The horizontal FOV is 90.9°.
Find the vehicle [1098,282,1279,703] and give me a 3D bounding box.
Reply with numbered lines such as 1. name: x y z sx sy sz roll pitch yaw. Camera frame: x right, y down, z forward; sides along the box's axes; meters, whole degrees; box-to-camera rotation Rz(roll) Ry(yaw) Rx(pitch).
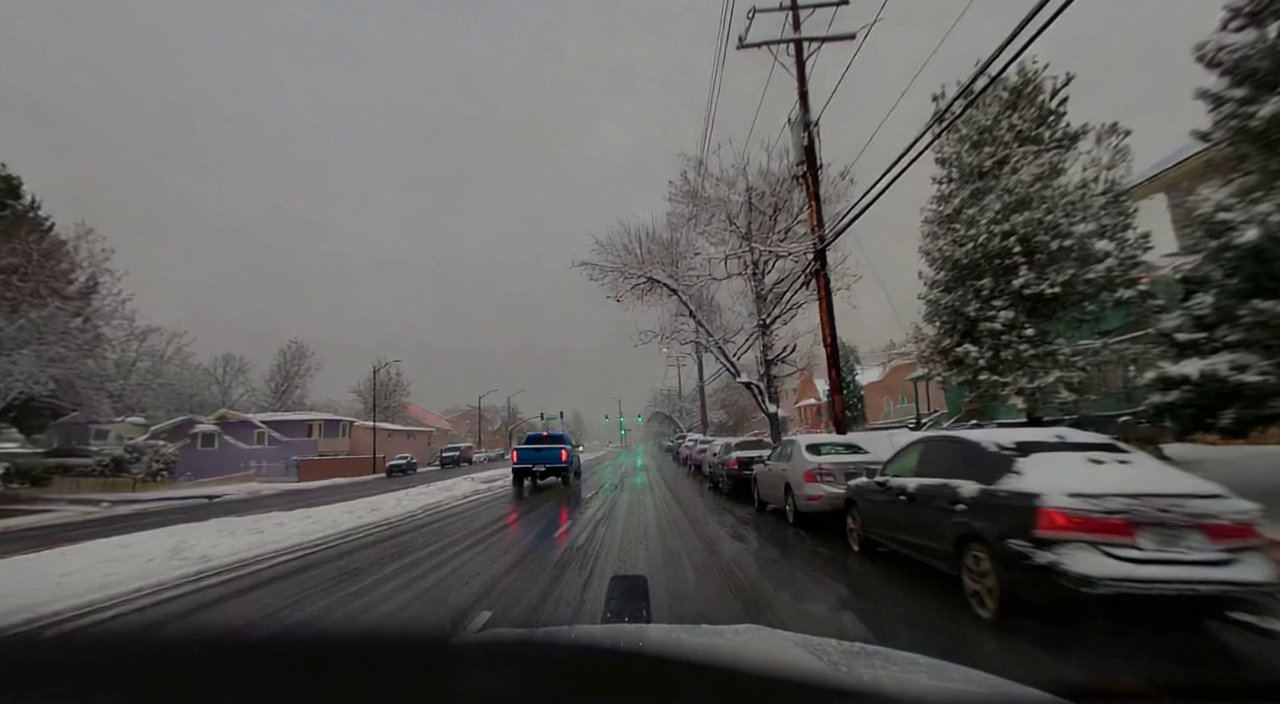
1. vehicle: 2.851 0.431 0.232 2.029 1.727 4.384 0 -9 0

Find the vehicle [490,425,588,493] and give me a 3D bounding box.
1. vehicle: -3.074 3.418 20.524 2.242 1.890 5.306 0 -9 1

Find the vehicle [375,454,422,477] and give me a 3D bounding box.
1. vehicle: -18.573 8.745 48.696 1.908 1.614 4.092 -1 -9 2

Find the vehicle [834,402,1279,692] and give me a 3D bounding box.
1. vehicle: 3.354 1.367 5.660 1.921 1.520 4.526 -1 -9 2
